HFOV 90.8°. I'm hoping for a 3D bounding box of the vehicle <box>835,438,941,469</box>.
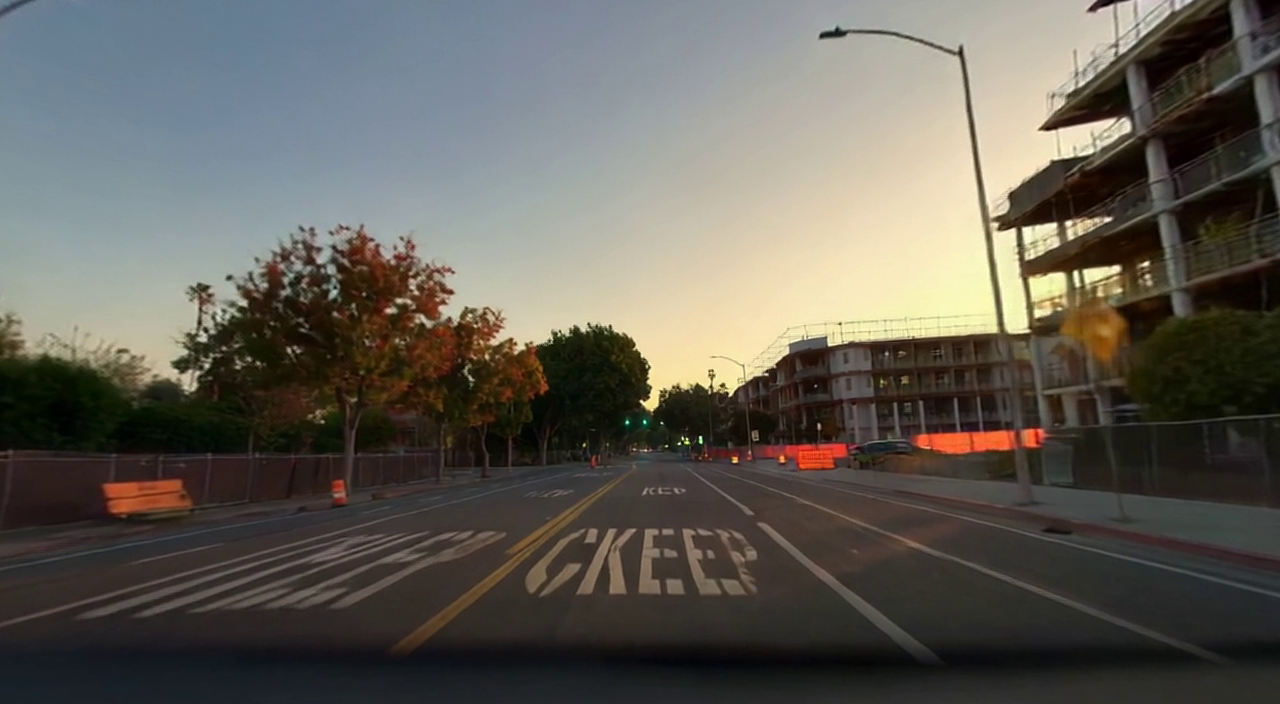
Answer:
[{"bbox_3d":[11.810,4.864,30.300,4.251,1.418,1.896,-1,-9,3],"label":"vehicle"}]
